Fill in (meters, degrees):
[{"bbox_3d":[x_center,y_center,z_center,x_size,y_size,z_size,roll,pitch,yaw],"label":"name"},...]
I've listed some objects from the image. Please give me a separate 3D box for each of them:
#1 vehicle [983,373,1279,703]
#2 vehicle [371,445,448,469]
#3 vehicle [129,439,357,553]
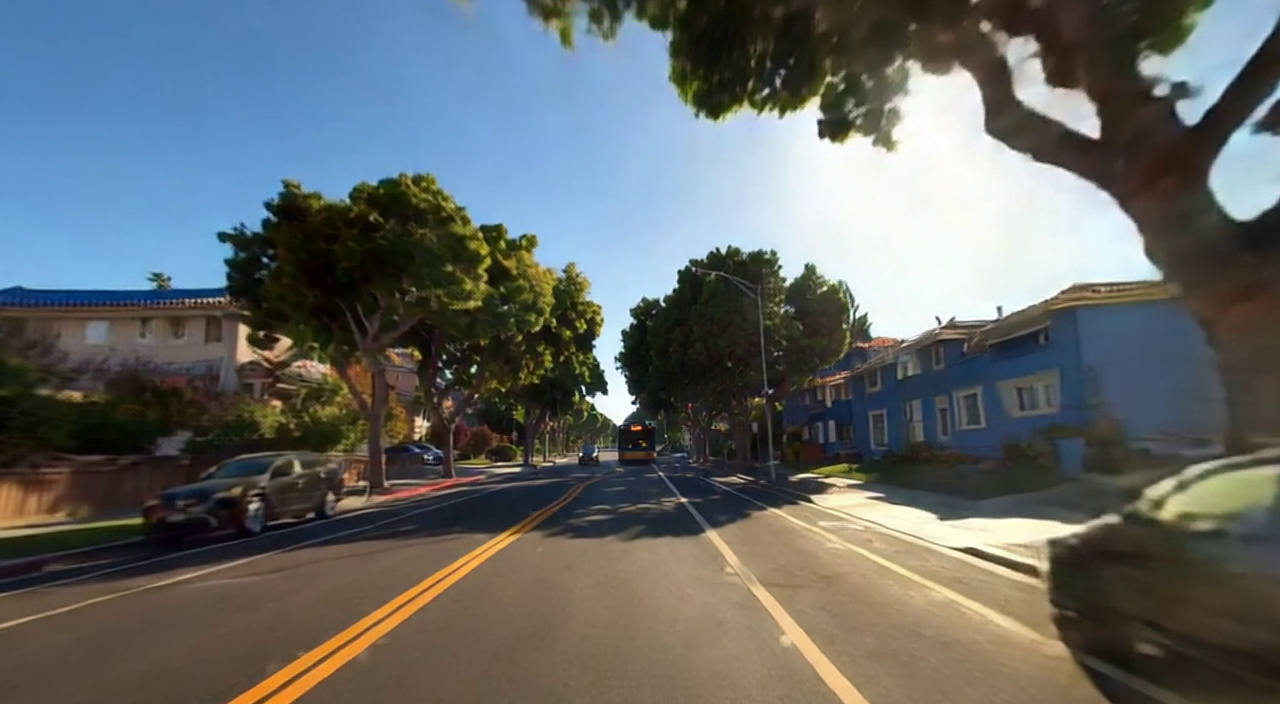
[{"bbox_3d":[4.237,1.150,3.421,2.060,1.833,4.927,5,-9,0],"label":"vehicle"},{"bbox_3d":[-15.556,7.103,42.865,4.481,1.591,1.807,0,-9,-1],"label":"vehicle"},{"bbox_3d":[-7.887,2.837,13.210,1.898,1.755,4.603,-5,-9,-1],"label":"vehicle"}]
